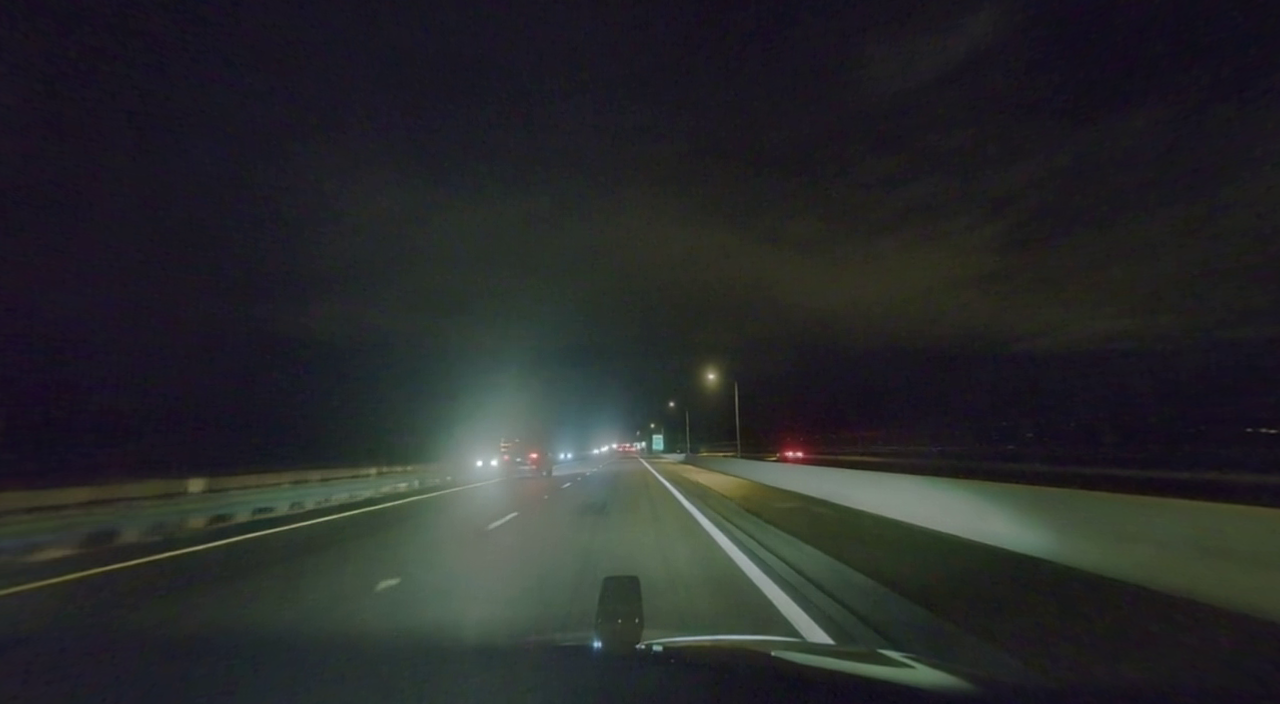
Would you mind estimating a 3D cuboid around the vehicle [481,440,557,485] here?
[{"bbox_3d":[-4.664,4.341,25.015,2.139,1.577,4.546,-1,-9,0],"label":"vehicle"}]
